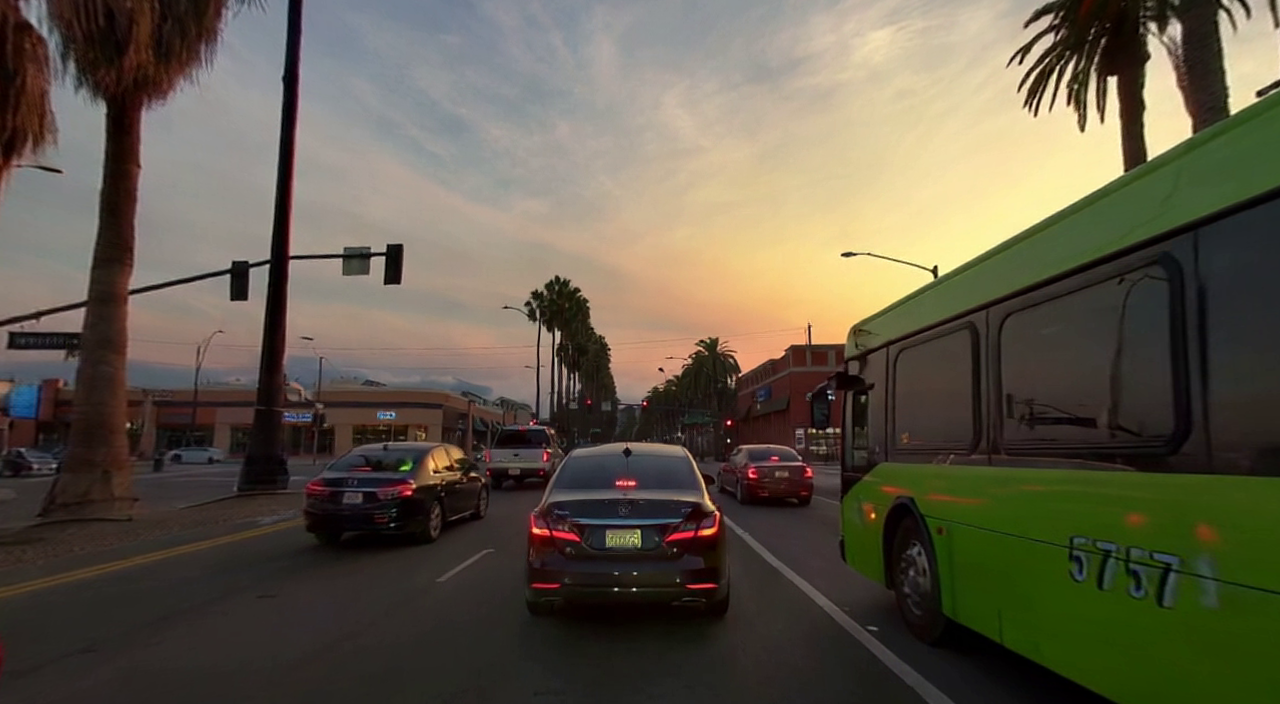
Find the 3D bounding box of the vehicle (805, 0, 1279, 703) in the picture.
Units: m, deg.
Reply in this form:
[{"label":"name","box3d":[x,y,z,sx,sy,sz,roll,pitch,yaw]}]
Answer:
[{"label":"vehicle","box3d":[3.590,-0.455,1.299,3.068,4.026,13.534,0,-9,1]}]

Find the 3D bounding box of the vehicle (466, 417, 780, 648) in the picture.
[{"label":"vehicle","box3d":[-0.124,1.478,6.148,2.060,1.499,3.831,0,-9,0]}]

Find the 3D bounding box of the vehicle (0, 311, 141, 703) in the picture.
[{"label":"vehicle","box3d":[-3.562,0.483,0.491,2.145,1.824,4.974,0,-9,2]}]

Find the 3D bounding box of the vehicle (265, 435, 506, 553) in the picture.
[{"label":"vehicle","box3d":[-3.552,2.050,9.835,1.919,1.415,4.178,0,-9,2]}]
